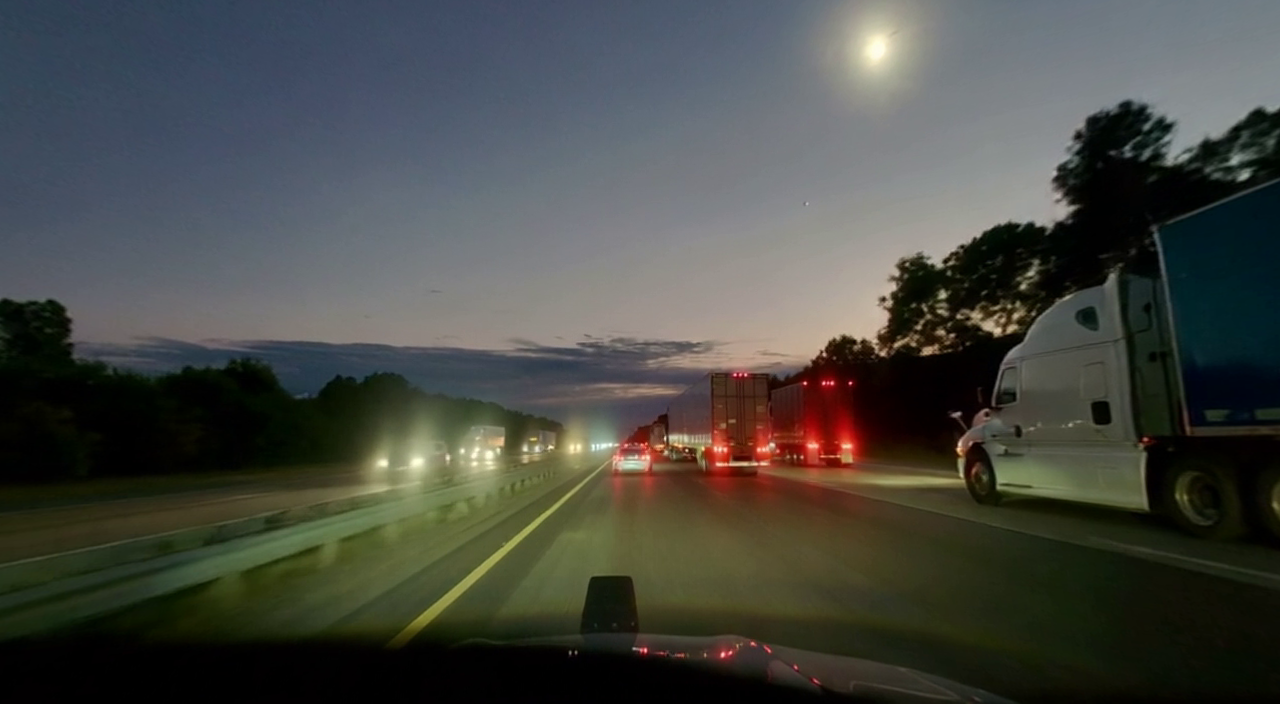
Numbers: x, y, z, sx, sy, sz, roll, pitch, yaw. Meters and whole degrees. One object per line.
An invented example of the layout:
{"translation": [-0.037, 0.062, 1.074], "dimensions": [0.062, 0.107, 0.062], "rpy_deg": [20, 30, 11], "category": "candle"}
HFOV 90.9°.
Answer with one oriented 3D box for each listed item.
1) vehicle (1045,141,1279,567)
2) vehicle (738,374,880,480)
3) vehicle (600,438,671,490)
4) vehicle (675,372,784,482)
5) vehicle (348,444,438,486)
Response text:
{"translation": [8.160, -0.483, 2.737], "dimensions": [3.110, 4.308, 14.260], "rpy_deg": [0, -8, -1], "category": "vehicle"}
{"translation": [7.692, 3.852, 31.680], "dimensions": [2.876, 4.111, 14.145], "rpy_deg": [0, -8, -2], "category": "vehicle"}
{"translation": [-0.184, 3.500, 20.217], "dimensions": [2.038, 1.477, 3.773], "rpy_deg": [0, -8, -2], "category": "vehicle"}
{"translation": [3.745, 3.753, 30.786], "dimensions": [2.888, 4.099, 14.183], "rpy_deg": [0, -8, -2], "category": "vehicle"}
{"translation": [-9.776, 4.466, 25.305], "dimensions": [1.890, 1.468, 4.193], "rpy_deg": [0, -8, 0], "category": "vehicle"}
